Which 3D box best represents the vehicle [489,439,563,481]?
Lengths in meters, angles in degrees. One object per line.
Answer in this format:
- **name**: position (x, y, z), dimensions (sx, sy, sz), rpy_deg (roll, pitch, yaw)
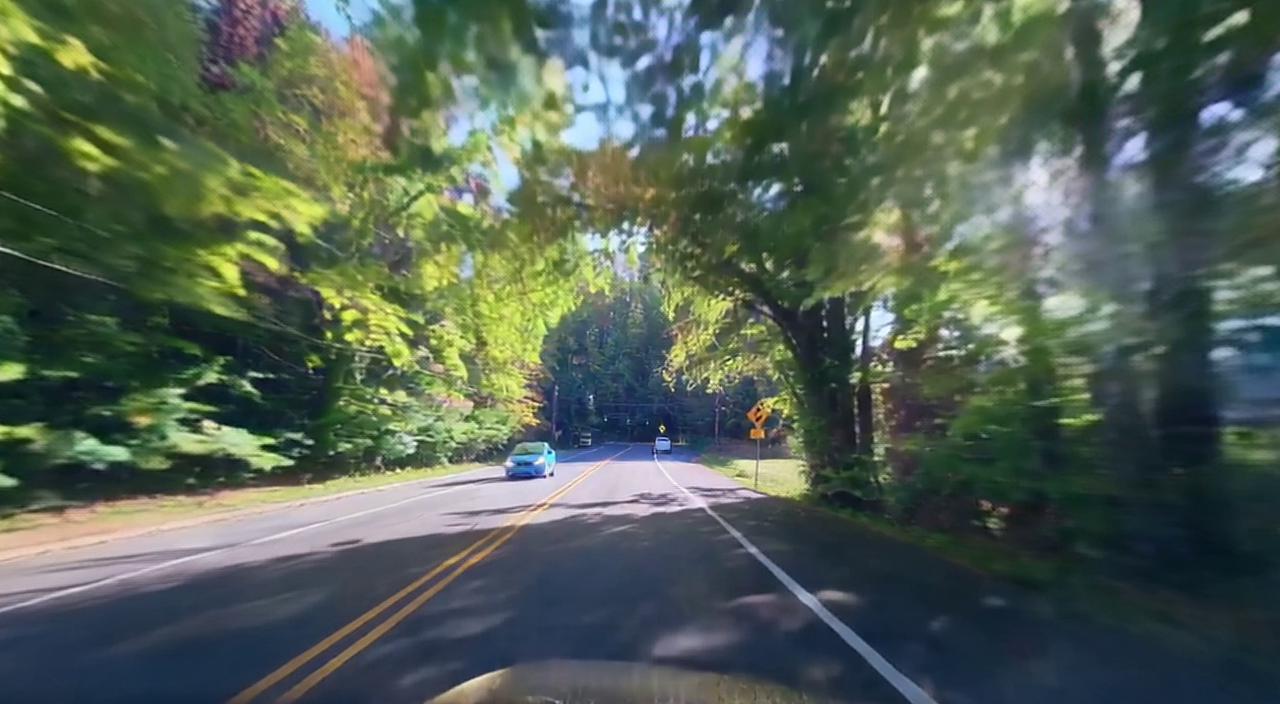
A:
- **vehicle**: position (-4.383, 4.237, 25.051), dimensions (2.083, 1.476, 4.513), rpy_deg (0, -9, 0)
